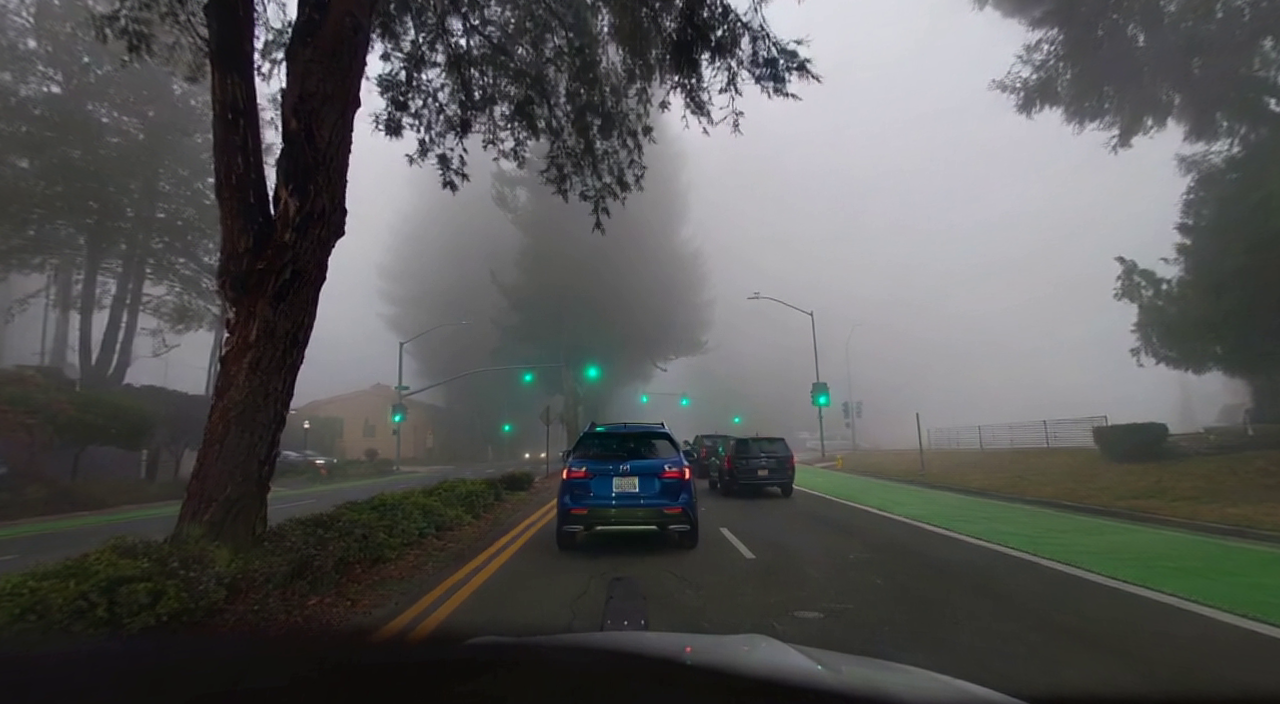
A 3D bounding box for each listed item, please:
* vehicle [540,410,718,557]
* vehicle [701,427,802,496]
[{"bbox_3d":[-0.110,1.857,9.548,2.109,1.730,3.963,0,-8,1],"label":"vehicle"},{"bbox_3d":[3.187,3.237,19.064,2.189,1.815,4.495,0,-8,0],"label":"vehicle"}]
